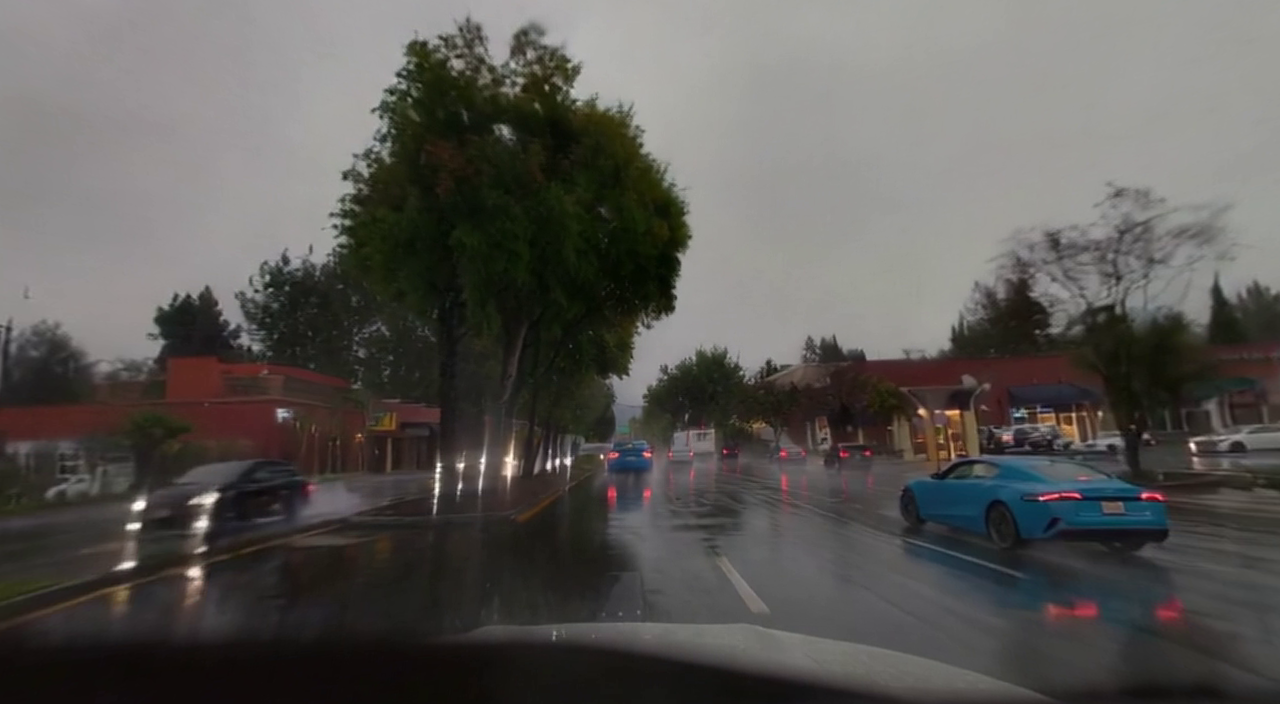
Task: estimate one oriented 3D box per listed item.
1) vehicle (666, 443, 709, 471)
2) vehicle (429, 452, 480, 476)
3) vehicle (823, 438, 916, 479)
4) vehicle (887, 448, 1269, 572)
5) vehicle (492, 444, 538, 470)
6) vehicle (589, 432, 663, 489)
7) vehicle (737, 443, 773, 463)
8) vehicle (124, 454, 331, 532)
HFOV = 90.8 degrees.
[{"bbox_3d":[2.611,5.933,36.001,2.078,1.471,4.142,0,-9,-1],"label":"vehicle"},{"bbox_3d":[-12.610,7.622,43.204,1.978,1.499,4.779,0,-9,1],"label":"vehicle"},{"bbox_3d":[9.036,4.225,25.325,2.045,1.484,4.342,0,-9,-1],"label":"vehicle"},{"bbox_3d":[5.574,2.033,8.990,2.258,1.294,4.312,0,-9,-2],"label":"vehicle"},{"bbox_3d":[-9.374,7.900,47.727,2.356,1.885,4.920,-1,-9,1],"label":"vehicle"},{"bbox_3d":[-0.478,3.681,21.702,2.266,1.762,4.131,0,-9,-1],"label":"vehicle"},{"bbox_3d":[9.022,7.964,49.802,1.919,1.506,4.442,0,-9,-1],"label":"vehicle"},{"bbox_3d":[-9.638,3.278,15.330,1.989,1.542,4.435,0,-9,1],"label":"vehicle"}]
